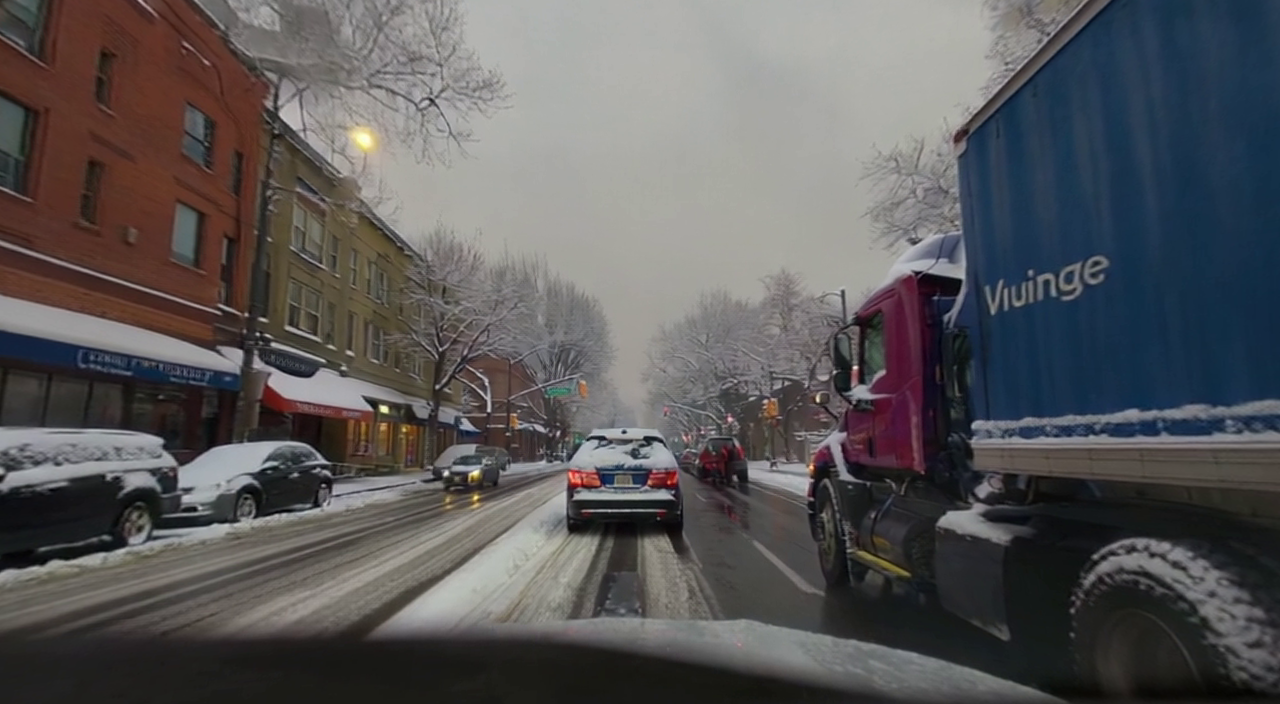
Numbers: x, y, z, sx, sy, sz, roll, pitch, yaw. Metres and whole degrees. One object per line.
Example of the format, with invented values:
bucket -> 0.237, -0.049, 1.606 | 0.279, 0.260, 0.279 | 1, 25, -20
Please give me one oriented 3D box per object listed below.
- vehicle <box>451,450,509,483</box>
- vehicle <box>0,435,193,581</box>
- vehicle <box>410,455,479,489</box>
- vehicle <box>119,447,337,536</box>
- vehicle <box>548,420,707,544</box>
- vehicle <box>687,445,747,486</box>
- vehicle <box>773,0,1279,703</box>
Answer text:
vehicle -> -8.689, 6.220, 34.696 | 2.084, 1.686, 4.422 | 0, -9, -1
vehicle -> -8.796, 1.976, 8.239 | 2.065, 1.758, 5.144 | 0, -9, 1
vehicle -> -8.700, 5.360, 28.523 | 1.805, 1.379, 4.359 | 0, -9, -1
vehicle -> -8.842, 2.976, 14.144 | 1.896, 1.652, 4.269 | 0, -9, 1
vehicle -> -0.192, 2.231, 11.502 | 2.283, 1.783, 4.548 | 0, -9, 0
vehicle -> 3.355, 5.046, 28.425 | 2.159, 1.696, 4.316 | 0, -9, 0
vehicle -> 2.962, 0.015, 2.280 | 2.913, 3.771, 9.716 | 0, -9, 1
